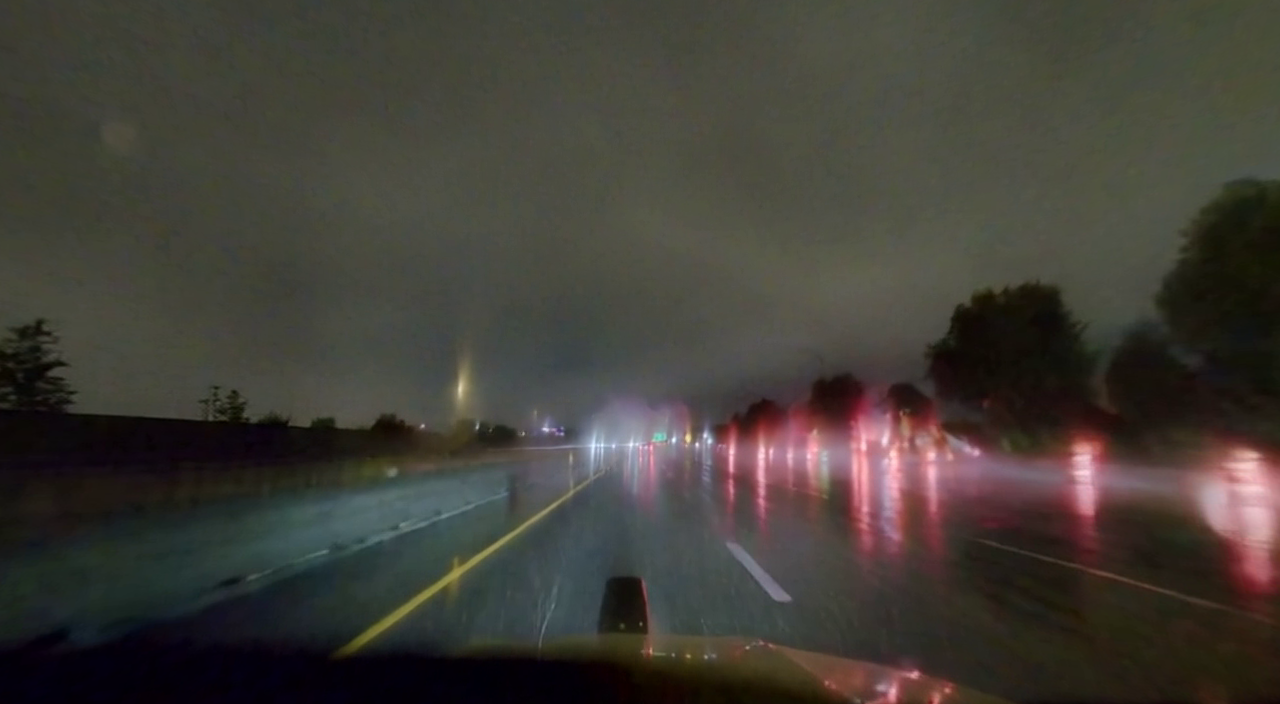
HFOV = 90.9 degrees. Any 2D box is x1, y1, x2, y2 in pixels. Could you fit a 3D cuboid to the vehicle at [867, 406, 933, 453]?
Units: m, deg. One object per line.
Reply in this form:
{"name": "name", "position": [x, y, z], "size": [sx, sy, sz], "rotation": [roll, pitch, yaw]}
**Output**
{"name": "vehicle", "position": [16.995, 5.136, 41.484], "size": [1.924, 2.767, 4.707], "rotation": [-3, -8, -3]}

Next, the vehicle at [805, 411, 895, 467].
{"name": "vehicle", "position": [13.250, 5.640, 40.629], "size": [2.905, 3.106, 7.417], "rotation": [-3, -8, -2]}
